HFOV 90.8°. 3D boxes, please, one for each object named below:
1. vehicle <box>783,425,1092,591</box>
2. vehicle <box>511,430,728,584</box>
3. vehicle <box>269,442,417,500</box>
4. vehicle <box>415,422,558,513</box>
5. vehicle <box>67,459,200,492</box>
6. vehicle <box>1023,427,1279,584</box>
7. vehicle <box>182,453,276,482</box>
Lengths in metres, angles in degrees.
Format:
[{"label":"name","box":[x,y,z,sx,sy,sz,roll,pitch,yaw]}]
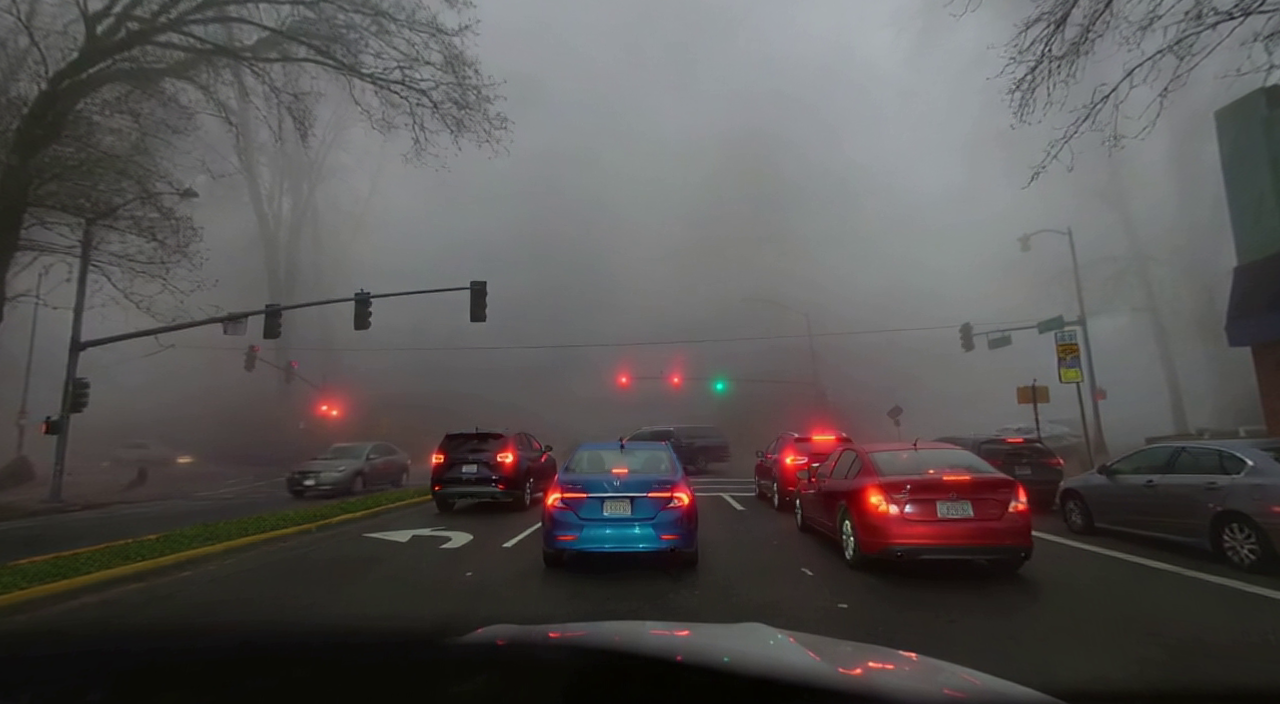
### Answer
[{"label":"vehicle","box":[3.237,1.757,8.001,2.020,1.513,4.120,0,-8,2]},{"label":"vehicle","box":[-0.177,1.802,8.157,2.098,1.477,3.897,0,-8,1]},{"label":"vehicle","box":[-8.505,3.423,18.678,1.966,1.469,4.714,0,-9,2]},{"label":"vehicle","box":[-3.437,2.709,15.387,2.160,1.823,5.115,0,-8,1]},{"label":"vehicle","box":[-25.269,6.144,31.738,4.679,1.488,2.052,2,-9,-13]},{"label":"vehicle","box":[7.198,1.737,7.820,2.004,1.508,4.646,0,-8,0]},{"label":"vehicle","box":[-24.720,6.972,38.117,4.238,1.671,1.898,2,-9,-10]}]
